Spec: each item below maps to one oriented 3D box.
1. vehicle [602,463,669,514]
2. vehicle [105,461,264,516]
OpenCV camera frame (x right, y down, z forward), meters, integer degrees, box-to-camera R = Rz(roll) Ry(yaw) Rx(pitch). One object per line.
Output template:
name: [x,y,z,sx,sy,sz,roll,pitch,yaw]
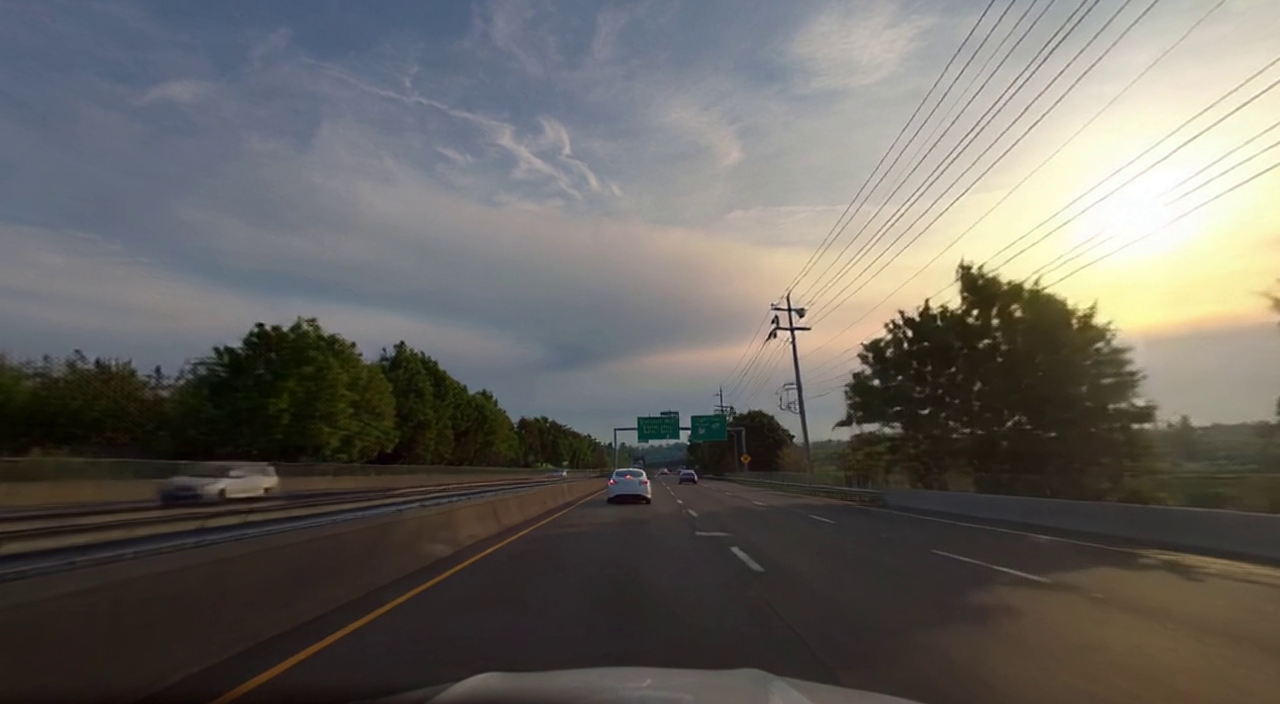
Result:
vehicle: [-0.160,4.444,20.795,1.987,1.480,3.786,1,-10,-1]
vehicle: [-14.619,4.392,20.581,1.960,1.570,4.196,1,-10,1]
